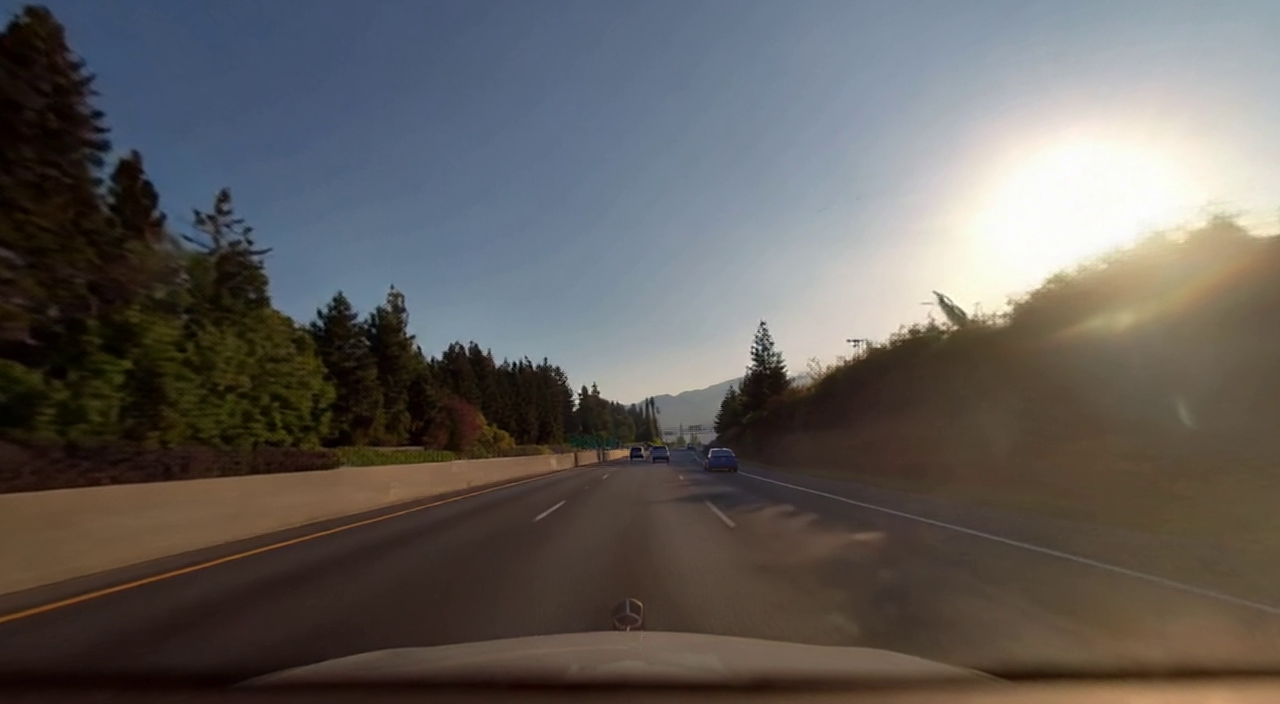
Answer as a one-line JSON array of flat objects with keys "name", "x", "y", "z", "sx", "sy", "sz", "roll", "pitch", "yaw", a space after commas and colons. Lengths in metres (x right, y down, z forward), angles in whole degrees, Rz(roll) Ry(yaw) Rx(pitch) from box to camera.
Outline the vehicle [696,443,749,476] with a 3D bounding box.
[{"name": "vehicle", "x": 4.133, "y": 5.460, "z": 32.253, "sx": 2.175, "sy": 1.574, "sz": 3.943, "roll": 0, "pitch": -9, "yaw": 0}]

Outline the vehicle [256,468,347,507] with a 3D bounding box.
[{"name": "vehicle", "x": -15.318, "y": 6.115, "z": 28.776, "sx": 1.779, "sy": 1.467, "sz": 4.371, "roll": 0, "pitch": -9, "yaw": -1}]
